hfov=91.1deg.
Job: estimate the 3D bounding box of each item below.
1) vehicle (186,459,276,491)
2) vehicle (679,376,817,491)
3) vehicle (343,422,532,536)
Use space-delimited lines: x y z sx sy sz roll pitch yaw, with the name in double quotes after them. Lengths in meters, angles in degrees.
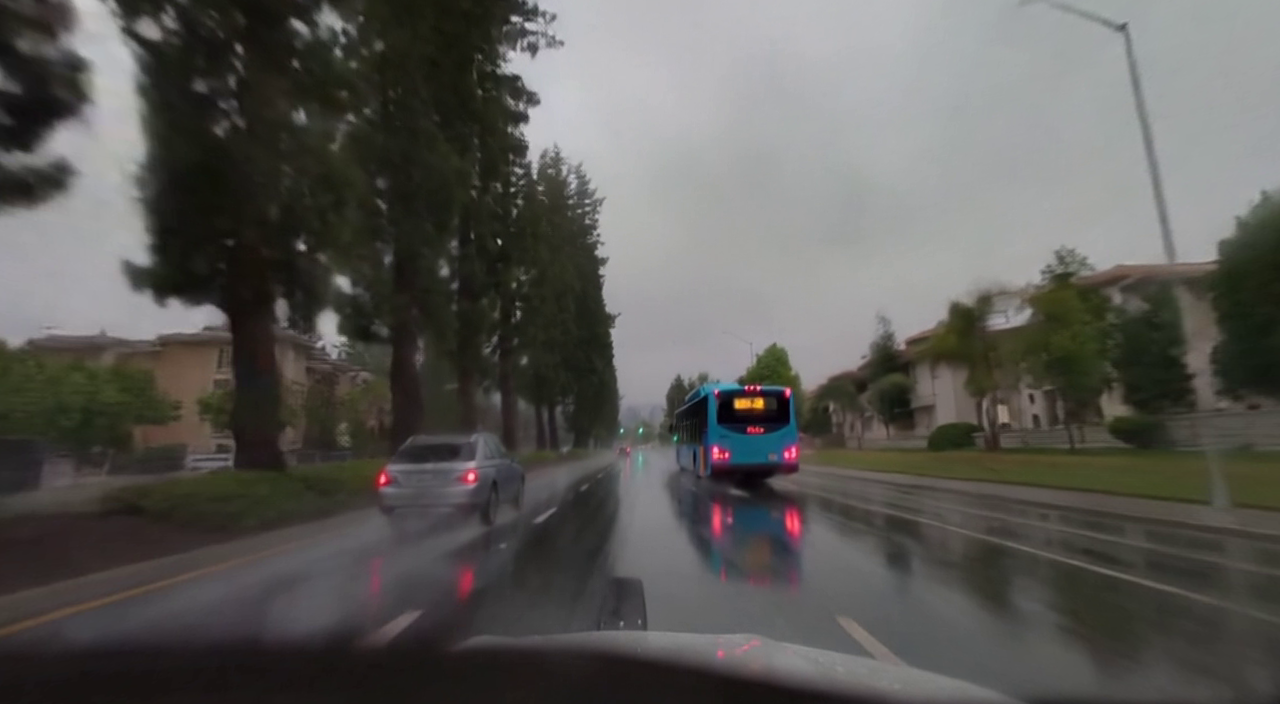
-22.041 6.614 34.024 1.812 1.476 4.383 0 -8 2 "vehicle"
3.483 3.257 24.409 3.072 3.278 12.747 0 -8 0 "vehicle"
-3.565 2.314 12.093 2.111 1.767 4.333 0 -8 1 "vehicle"
